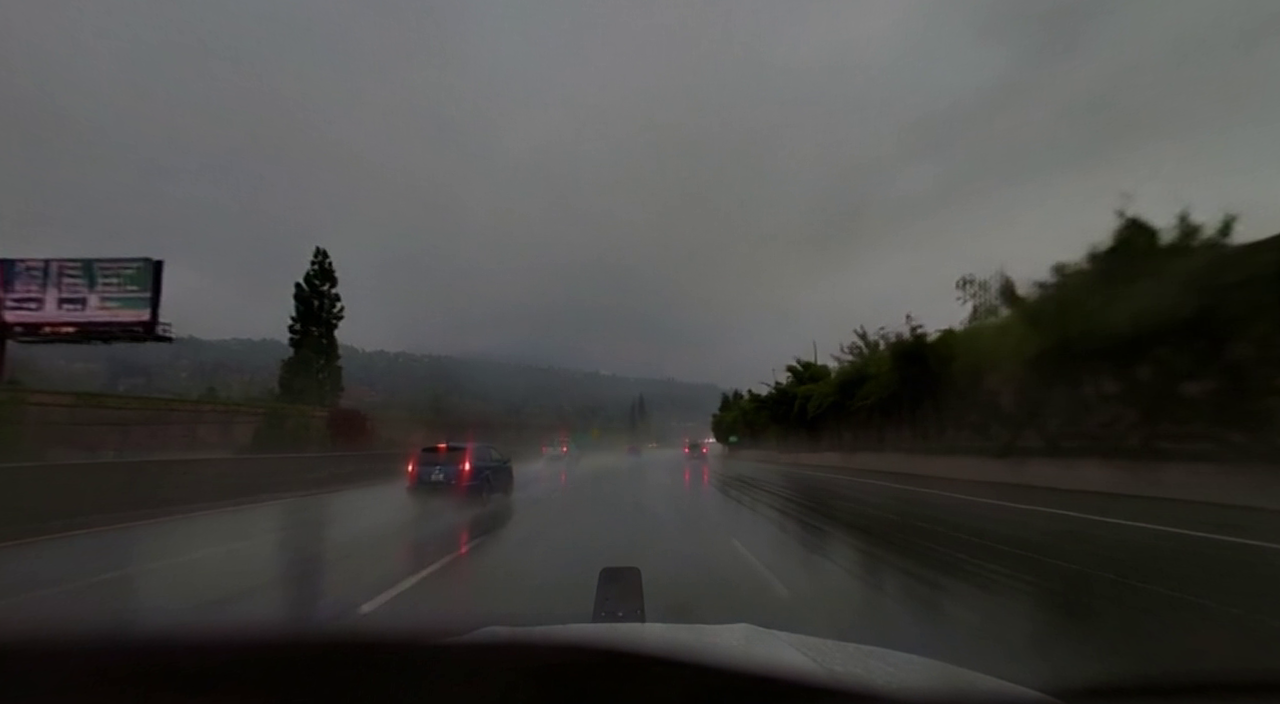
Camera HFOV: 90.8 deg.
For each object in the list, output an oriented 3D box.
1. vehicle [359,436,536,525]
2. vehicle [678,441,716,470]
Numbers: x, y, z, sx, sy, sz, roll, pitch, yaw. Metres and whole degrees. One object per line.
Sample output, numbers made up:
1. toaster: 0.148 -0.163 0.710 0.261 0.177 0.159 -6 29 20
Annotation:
1. vehicle: -3.635 2.530 12.994 2.192 1.482 4.454 0 -9 1
2. vehicle: 3.749 6.889 42.351 2.211 1.814 4.404 0 -9 2
